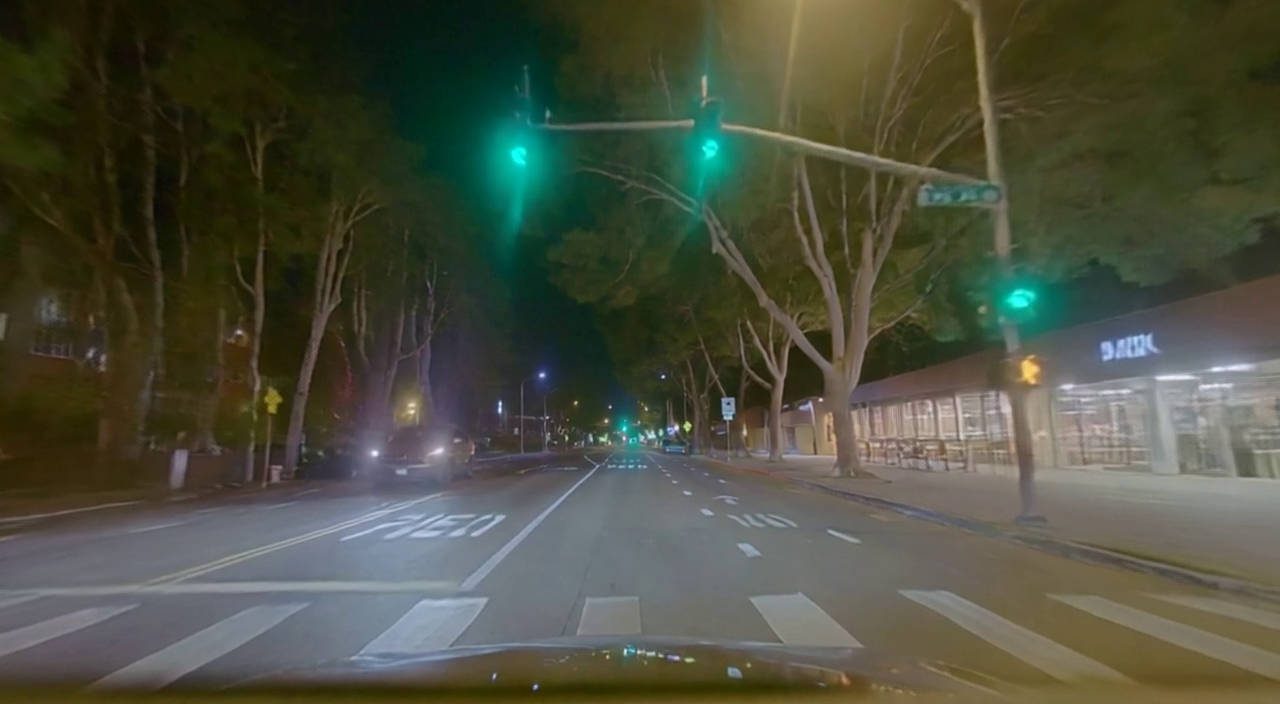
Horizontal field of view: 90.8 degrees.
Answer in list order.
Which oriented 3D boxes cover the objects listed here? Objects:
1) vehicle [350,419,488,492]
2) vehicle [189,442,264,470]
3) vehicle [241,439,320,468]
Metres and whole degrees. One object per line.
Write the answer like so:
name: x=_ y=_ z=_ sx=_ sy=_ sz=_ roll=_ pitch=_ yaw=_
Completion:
vehicle: x=-6.614 y=3.179 z=19.753 sx=2.545 sy=1.943 sz=5.168 roll=0 pitch=-8 yaw=-1
vehicle: x=-23.057 y=5.758 z=35.385 sx=1.739 sy=1.373 sz=3.759 roll=0 pitch=-7 yaw=-2
vehicle: x=-20.464 y=5.774 z=36.164 sx=1.981 sy=1.510 sz=4.439 roll=0 pitch=-8 yaw=-1
